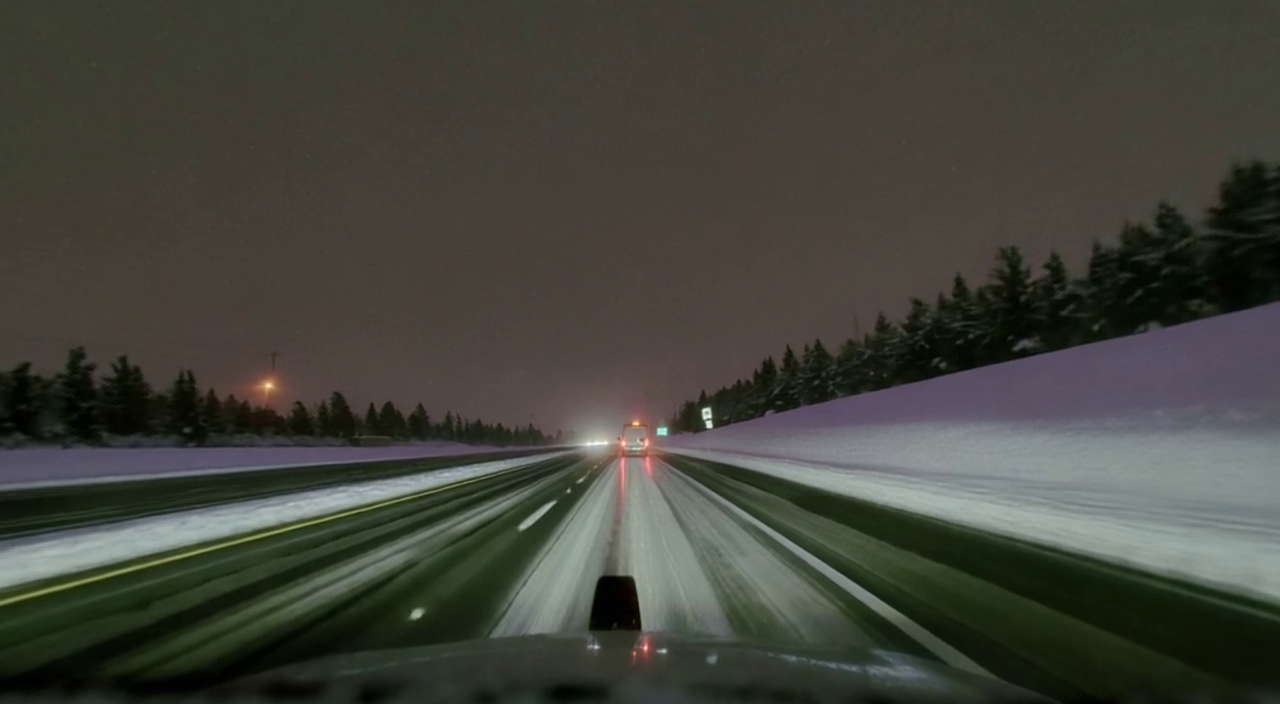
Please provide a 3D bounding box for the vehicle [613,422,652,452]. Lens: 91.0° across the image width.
[{"bbox_3d":[-0.529,5.238,38.660,2.157,1.647,4.524,0,-8,-3],"label":"vehicle"}]
